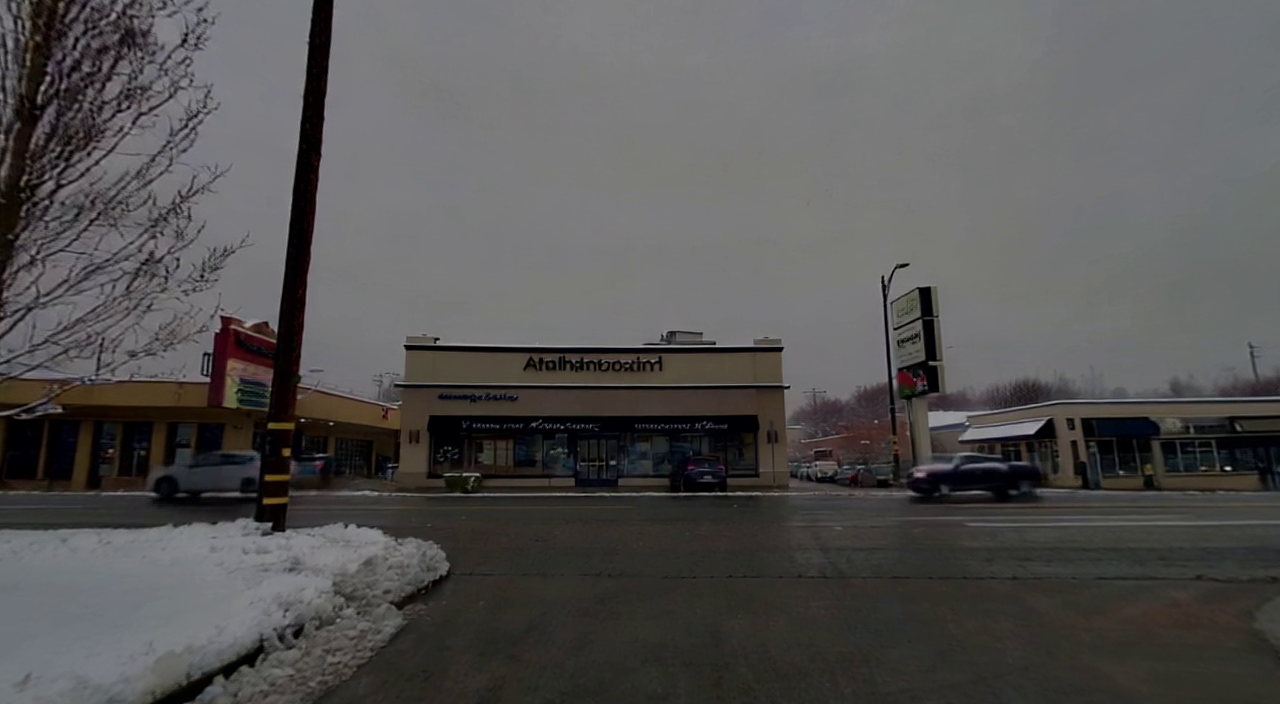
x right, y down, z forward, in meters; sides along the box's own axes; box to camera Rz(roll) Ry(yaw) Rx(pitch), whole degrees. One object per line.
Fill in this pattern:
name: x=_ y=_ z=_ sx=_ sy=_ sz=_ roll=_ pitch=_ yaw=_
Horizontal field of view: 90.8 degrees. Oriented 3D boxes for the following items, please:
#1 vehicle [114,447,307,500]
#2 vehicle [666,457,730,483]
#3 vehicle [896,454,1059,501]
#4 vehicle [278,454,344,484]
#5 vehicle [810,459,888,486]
vehicle: x=-14.283 y=4.035 z=21.280 sx=4.889 sy=1.659 sz=2.059 roll=1 pitch=-9 yaw=-4
vehicle: x=3.571 y=7.368 z=39.686 sx=1.812 sy=1.468 sz=4.519 roll=5 pitch=-10 yaw=-28
vehicle: x=11.568 y=4.290 z=21.828 sx=4.661 sy=1.478 sz=1.878 roll=1 pitch=-9 yaw=-7
vehicle: x=-20.027 y=7.047 z=38.348 sx=4.596 sy=1.680 sz=1.936 roll=-8 pitch=-11 yaw=41
vehicle: x=12.972 y=7.465 z=39.503 sx=1.791 sy=1.453 sz=4.593 roll=5 pitch=-10 yaw=-29
